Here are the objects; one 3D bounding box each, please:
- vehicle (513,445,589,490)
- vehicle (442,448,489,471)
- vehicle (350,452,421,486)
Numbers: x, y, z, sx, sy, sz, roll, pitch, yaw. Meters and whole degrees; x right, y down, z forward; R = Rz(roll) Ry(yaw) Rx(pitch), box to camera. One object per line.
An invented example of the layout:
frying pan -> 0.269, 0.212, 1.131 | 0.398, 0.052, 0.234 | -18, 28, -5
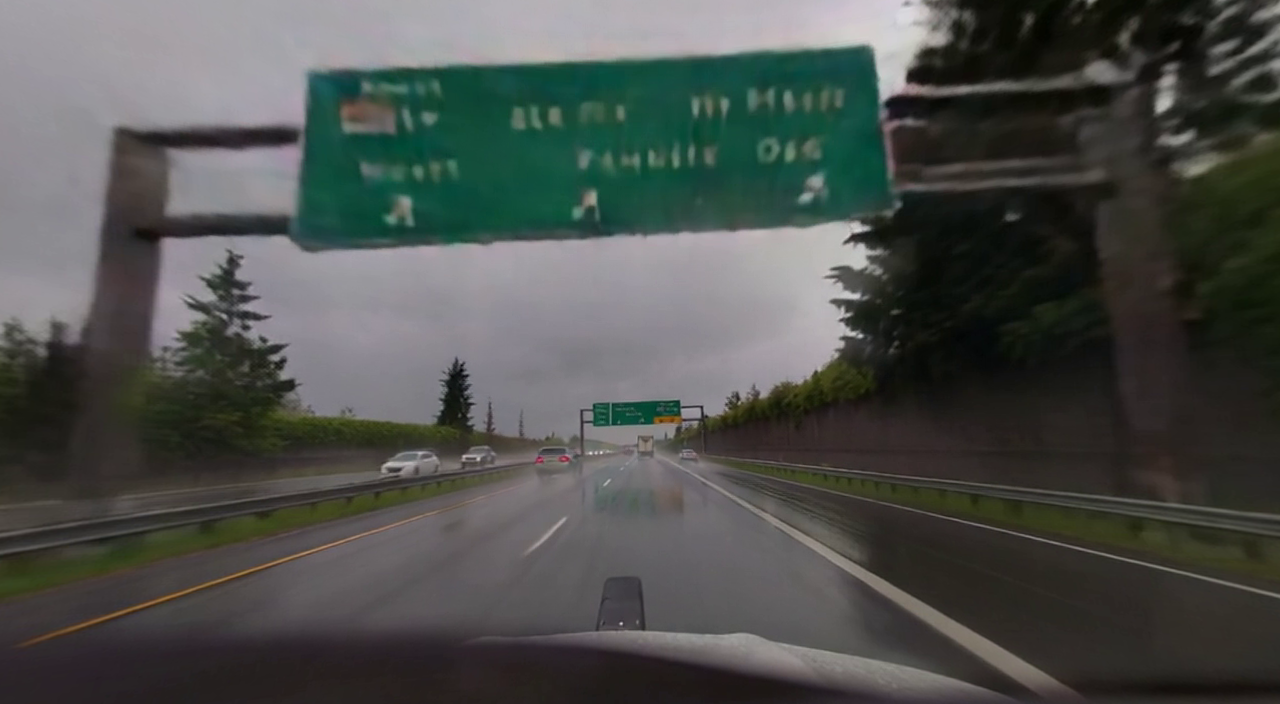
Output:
vehicle -> -3.145, 4.185, 23.251 | 2.020, 1.475, 4.434 | 0, -9, 2
vehicle -> -12.043, 7.436, 43.856 | 1.936, 1.525, 4.548 | 0, -9, 1
vehicle -> -11.819, 5.426, 29.548 | 1.738, 1.417, 3.669 | 0, -9, 1
